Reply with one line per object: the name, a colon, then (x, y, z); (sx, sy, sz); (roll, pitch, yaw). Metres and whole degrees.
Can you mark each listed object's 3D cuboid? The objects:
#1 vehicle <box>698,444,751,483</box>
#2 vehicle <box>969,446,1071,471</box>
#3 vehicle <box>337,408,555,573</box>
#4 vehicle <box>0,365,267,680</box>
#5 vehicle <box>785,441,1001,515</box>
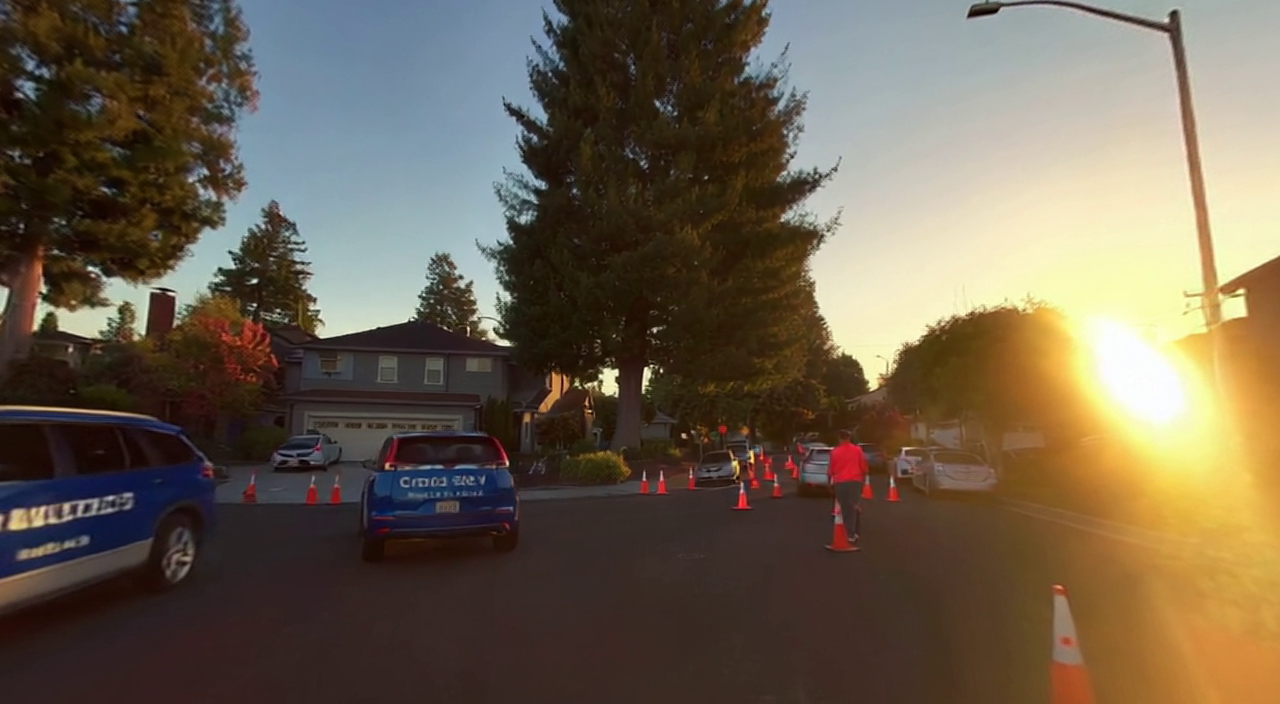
vehicle: (4.246, 5.446, 31.232); (2.014, 1.742, 4.297); (-2, -9, 15)
vehicle: (23.774, 6.668, 39.694); (5.066, 1.534, 1.905); (-2, -9, 11)
vehicle: (-2.991, 1.827, 9.147); (2.350, 1.748, 4.094); (4, -9, -24)
vehicle: (-5.284, 1.183, 4.778); (2.471, 1.892, 4.952); (1, -9, -9)
vehicle: (6.319, 3.091, 15.967); (4.656, 1.577, 2.099); (1, -8, -15)
